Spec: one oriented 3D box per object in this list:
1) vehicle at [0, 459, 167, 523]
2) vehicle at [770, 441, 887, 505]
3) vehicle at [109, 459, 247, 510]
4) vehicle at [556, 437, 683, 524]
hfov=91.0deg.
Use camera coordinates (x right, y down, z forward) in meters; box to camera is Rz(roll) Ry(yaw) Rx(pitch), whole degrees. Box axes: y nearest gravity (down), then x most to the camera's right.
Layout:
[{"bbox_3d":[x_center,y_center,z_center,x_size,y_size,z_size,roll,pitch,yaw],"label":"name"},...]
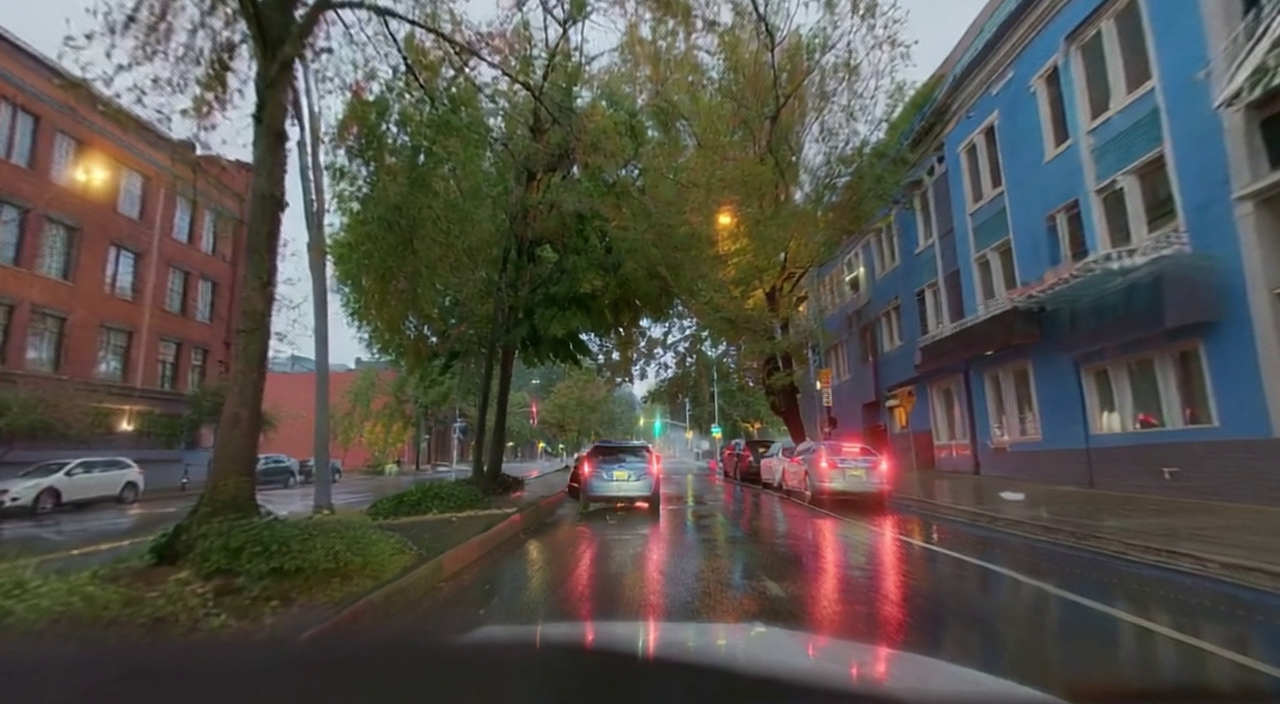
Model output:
[{"bbox_3d":[-17.592,4.244,19.734,1.909,1.658,4.559,0,-9,1],"label":"vehicle"},{"bbox_3d":[4.935,3.206,17.134,1.832,1.491,4.054,1,-9,-1],"label":"vehicle"},{"bbox_3d":[-17.950,5.143,24.820,2.011,1.727,4.449,1,-9,0],"label":"vehicle"},{"bbox_3d":[-0.362,2.584,13.217,2.230,1.518,4.113,0,-9,0],"label":"vehicle"}]
